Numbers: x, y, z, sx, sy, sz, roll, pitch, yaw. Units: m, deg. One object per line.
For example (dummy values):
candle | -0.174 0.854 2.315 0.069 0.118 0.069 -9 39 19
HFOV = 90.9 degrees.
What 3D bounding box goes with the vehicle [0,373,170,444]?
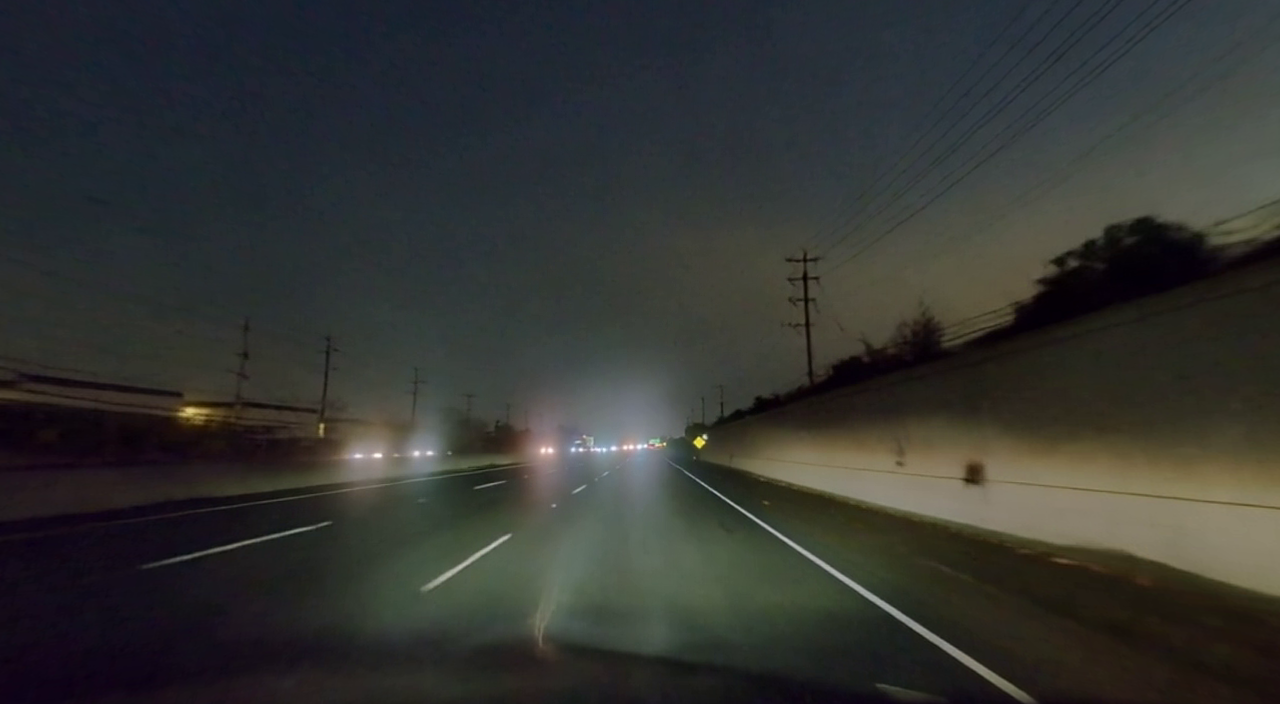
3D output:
vehicle | -42.086 4.443 46.079 2.772 3.914 15.512 -4 -10 3
